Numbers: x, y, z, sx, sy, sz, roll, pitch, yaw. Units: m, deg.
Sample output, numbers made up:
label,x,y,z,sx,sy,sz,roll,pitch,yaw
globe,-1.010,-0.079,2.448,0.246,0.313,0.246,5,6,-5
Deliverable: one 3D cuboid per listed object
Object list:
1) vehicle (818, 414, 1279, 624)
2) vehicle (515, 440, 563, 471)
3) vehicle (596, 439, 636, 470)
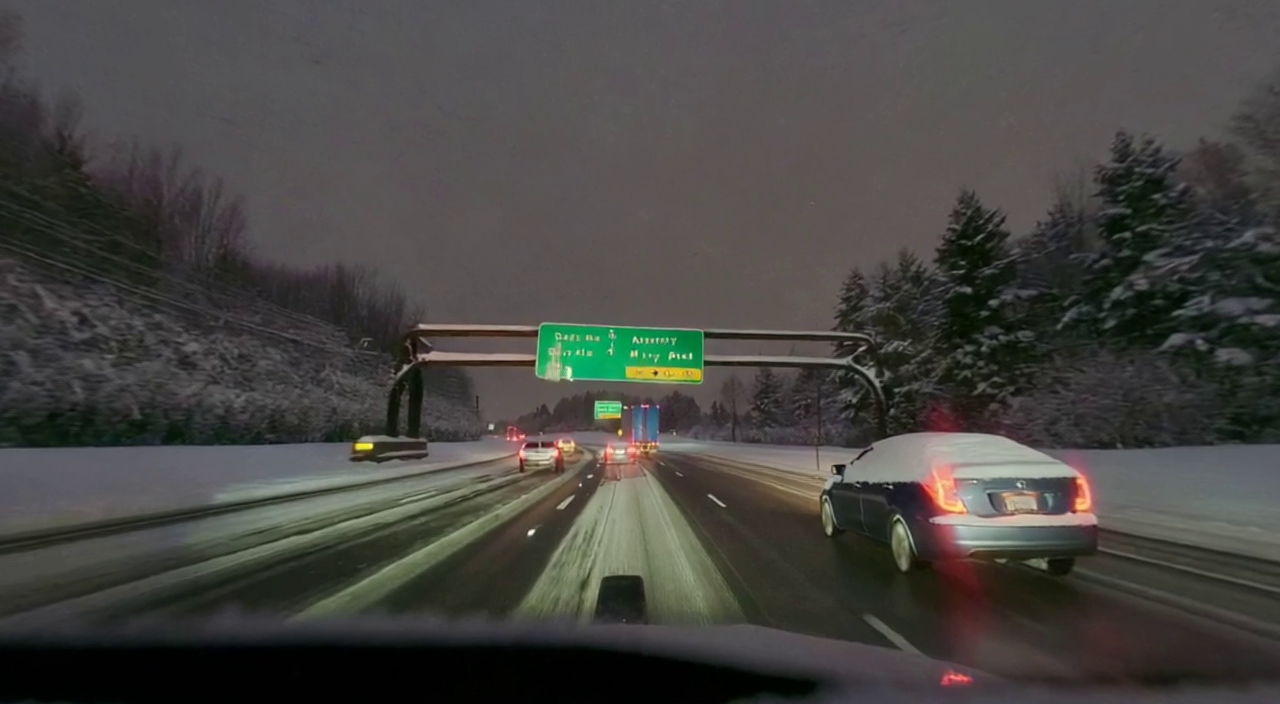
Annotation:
label,x,y,z,sx,sy,sz,roll,pitch,yaw
vehicle,3.559,1.511,6.713,1.971,1.472,4.301,0,-8,-1
vehicle,-5.251,5.436,33.369,2.072,1.512,4.043,0,-8,-3
vehicle,-1.284,5.429,33.476,2.020,1.516,3.951,0,-9,-3
